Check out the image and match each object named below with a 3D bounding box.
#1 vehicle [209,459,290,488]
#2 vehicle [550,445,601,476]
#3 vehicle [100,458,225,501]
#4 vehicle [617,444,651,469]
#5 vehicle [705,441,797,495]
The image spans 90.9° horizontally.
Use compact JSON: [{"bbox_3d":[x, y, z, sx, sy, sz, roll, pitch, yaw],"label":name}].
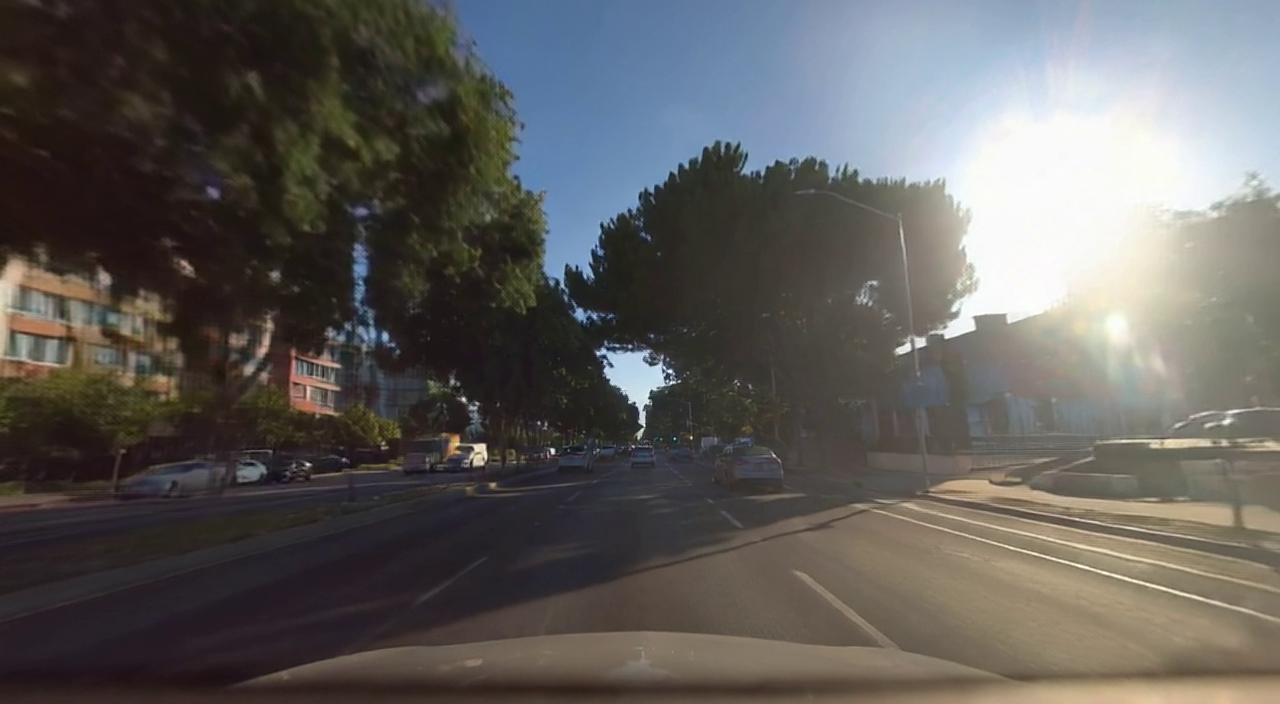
[{"bbox_3d":[-22.583,7.027,36.703,1.871,1.471,4.482,0,-8,0],"label":"vehicle"},{"bbox_3d":[-3.204,5.462,32.010,2.082,1.467,4.379,0,-8,0],"label":"vehicle"},{"bbox_3d":[-19.165,5.117,25.558,1.924,1.493,4.006,0,-8,0],"label":"vehicle"},{"bbox_3d":[-0.392,6.656,40.293,2.101,1.480,3.929,0,-8,-1],"label":"vehicle"},{"bbox_3d":[3.385,3.625,20.131,1.990,1.486,4.431,0,-8,-2],"label":"vehicle"}]
